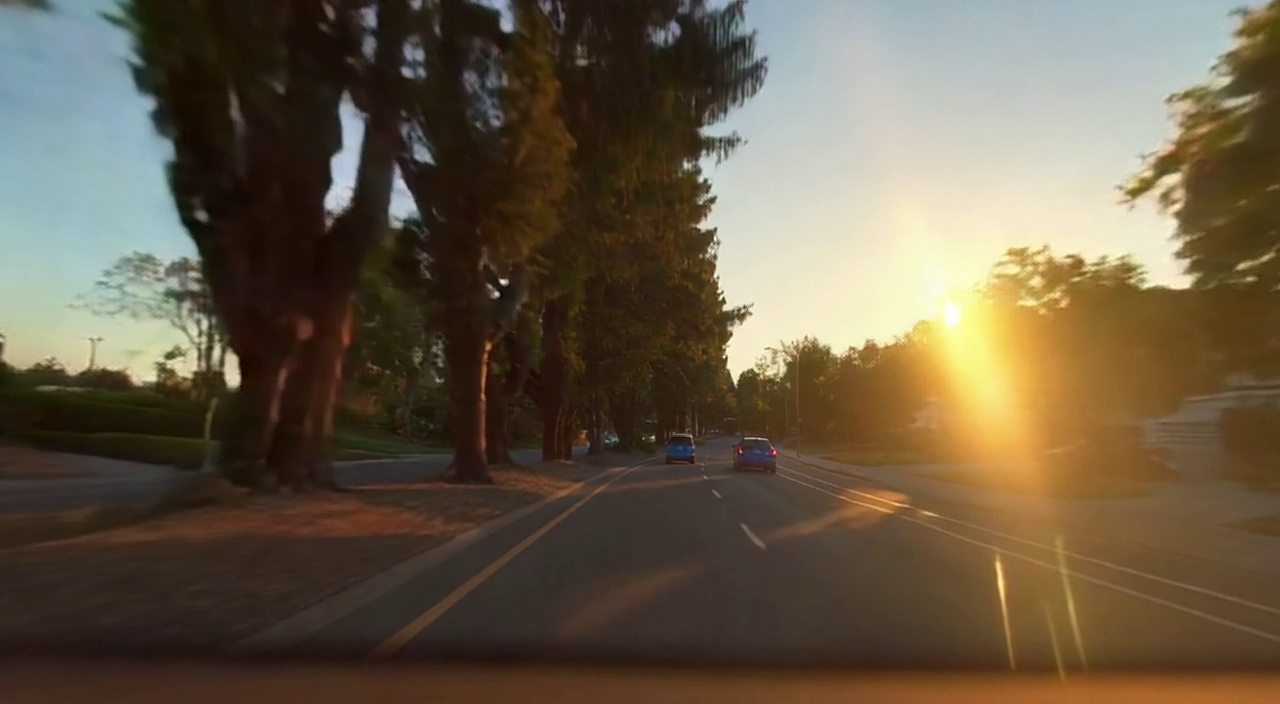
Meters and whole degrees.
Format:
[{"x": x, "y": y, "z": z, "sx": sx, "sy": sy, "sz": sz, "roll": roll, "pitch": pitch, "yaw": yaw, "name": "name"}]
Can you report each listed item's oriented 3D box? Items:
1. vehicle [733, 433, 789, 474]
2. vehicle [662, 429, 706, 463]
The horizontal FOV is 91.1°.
[{"x": 5.254, "y": 4.471, "z": 27.874, "sx": 1.971, "sy": 1.663, "sz": 4.287, "roll": -1, "pitch": -8, "yaw": 5, "name": "vehicle"}, {"x": 2.637, "y": 5.439, "z": 36.315, "sx": 2.251, "sy": 1.822, "sz": 4.391, "roll": -1, "pitch": -8, "yaw": 7, "name": "vehicle"}]
